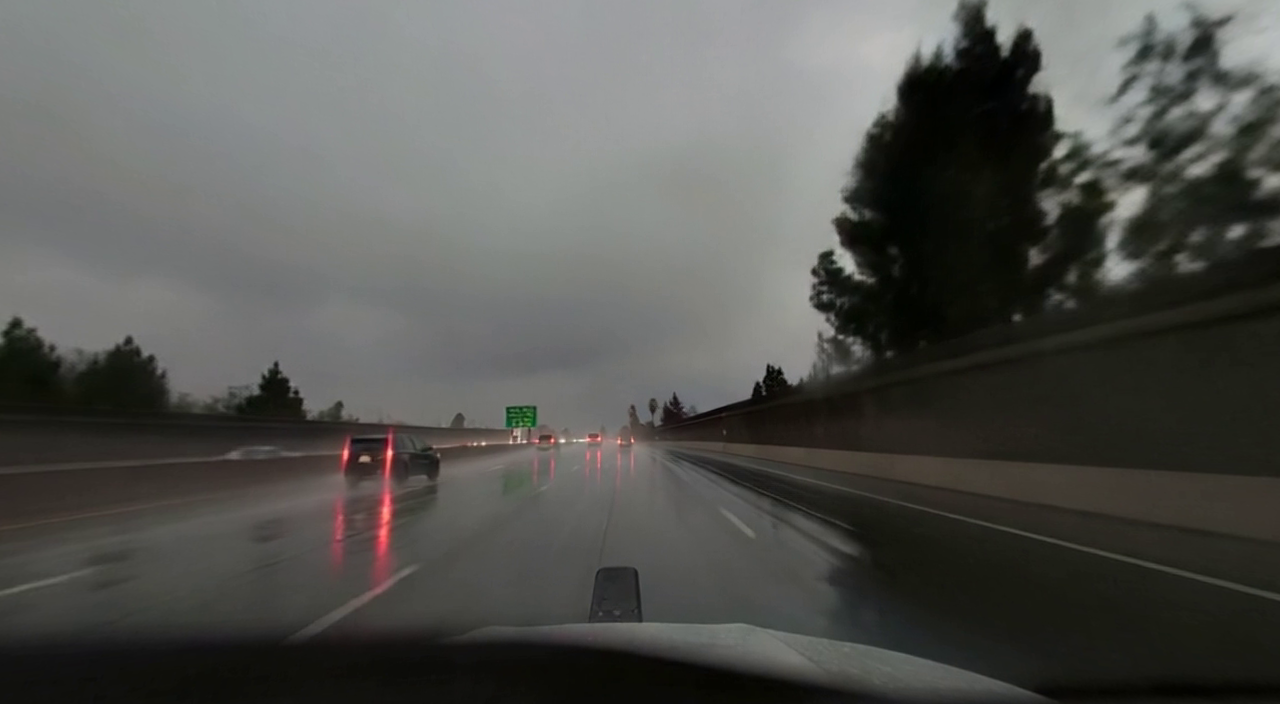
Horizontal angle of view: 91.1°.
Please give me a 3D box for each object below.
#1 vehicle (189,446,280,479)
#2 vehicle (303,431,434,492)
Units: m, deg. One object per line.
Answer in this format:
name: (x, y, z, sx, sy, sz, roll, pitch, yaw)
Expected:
vehicle: (-20.596, 5.614, 32.158, 1.754, 1.491, 4.442, 0, -8, -1)
vehicle: (-7.619, 3.075, 18.185, 1.972, 1.532, 4.222, 0, -8, -1)
